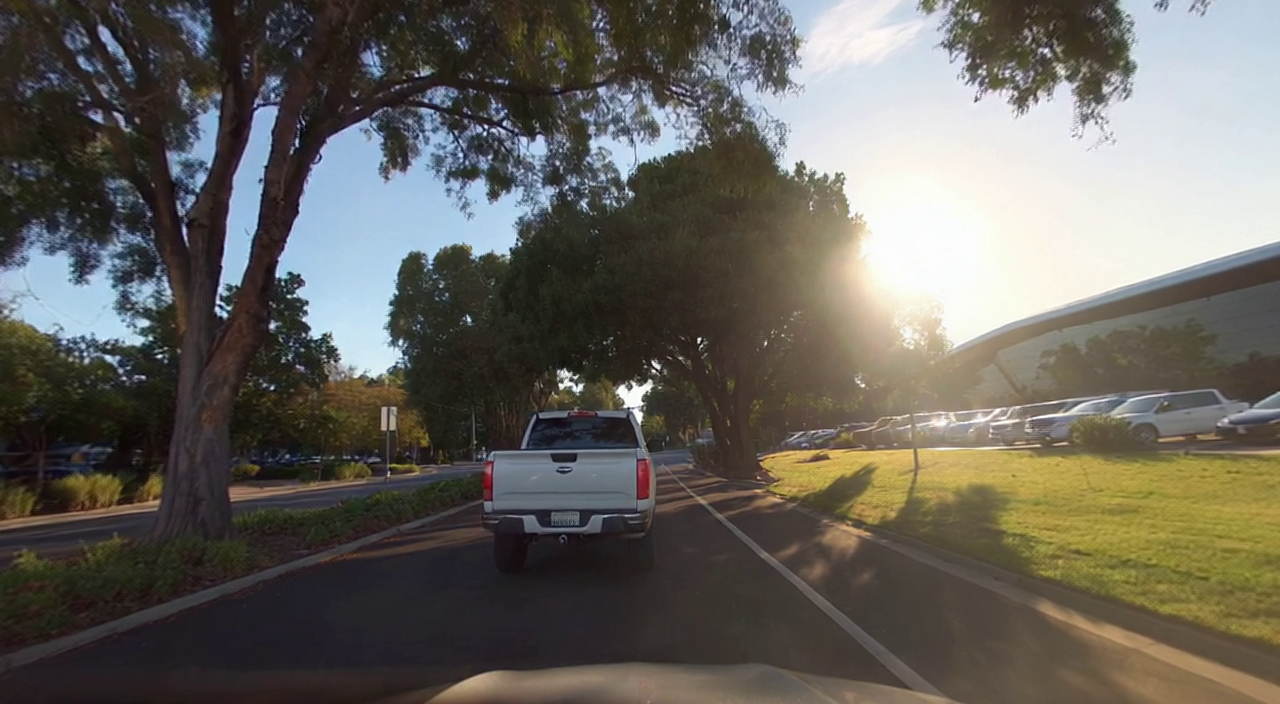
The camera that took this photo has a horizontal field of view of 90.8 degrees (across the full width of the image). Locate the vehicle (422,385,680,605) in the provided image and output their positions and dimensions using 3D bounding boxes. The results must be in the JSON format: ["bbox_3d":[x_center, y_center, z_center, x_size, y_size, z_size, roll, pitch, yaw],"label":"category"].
[{"bbox_3d":[-0.670,1.562,7.874,2.157,1.816,5.039,0,-8,2],"label":"vehicle"}]

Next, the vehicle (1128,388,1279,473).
[{"bbox_3d":[11.876,1.422,11.475,4.298,1.392,1.944,-1,-8,2],"label":"vehicle"}]
